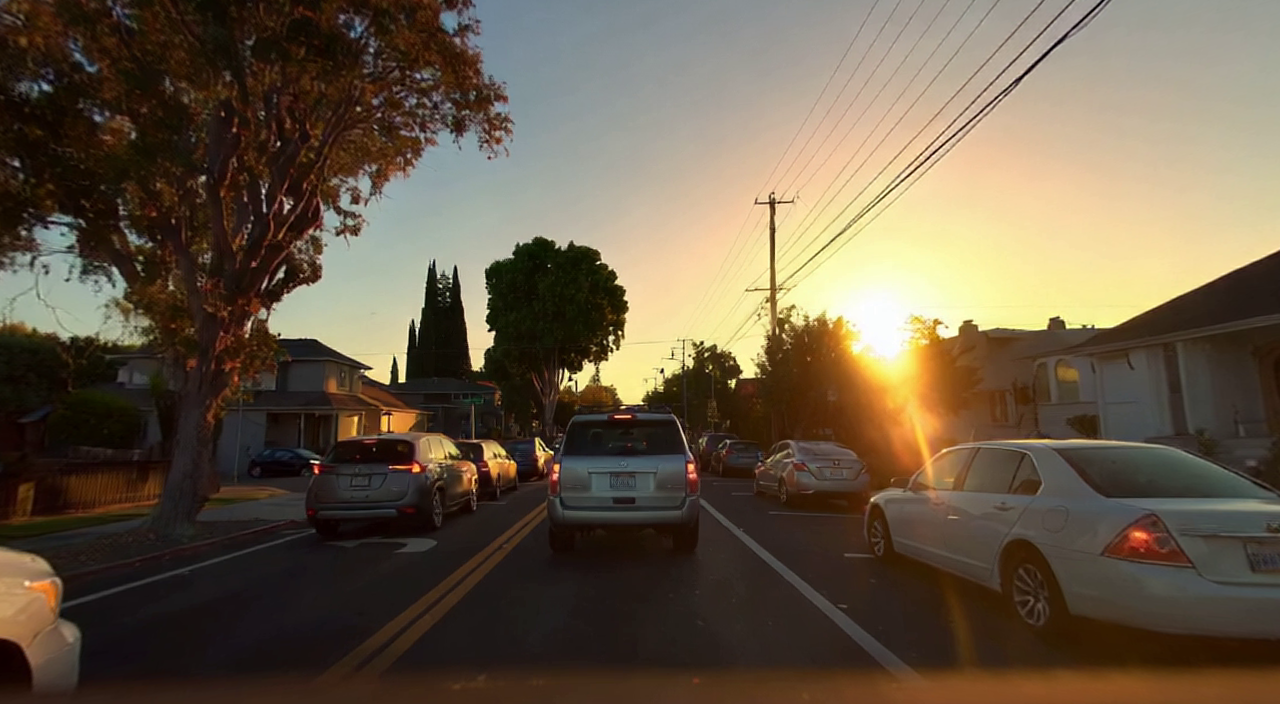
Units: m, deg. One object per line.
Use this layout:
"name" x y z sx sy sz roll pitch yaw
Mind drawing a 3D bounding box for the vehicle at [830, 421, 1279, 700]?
"vehicle" 3.478 1.461 5.769 1.977 1.480 4.589 0 -8 -1

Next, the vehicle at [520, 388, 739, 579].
"vehicle" -0.213 1.609 8.465 2.164 1.867 4.254 0 -8 -3

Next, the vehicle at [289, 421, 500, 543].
"vehicle" -3.715 2.029 10.533 1.864 1.576 4.324 0 -8 -2

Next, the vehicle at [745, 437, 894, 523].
"vehicle" 3.468 2.525 13.048 1.880 1.476 3.932 0 -8 -1
